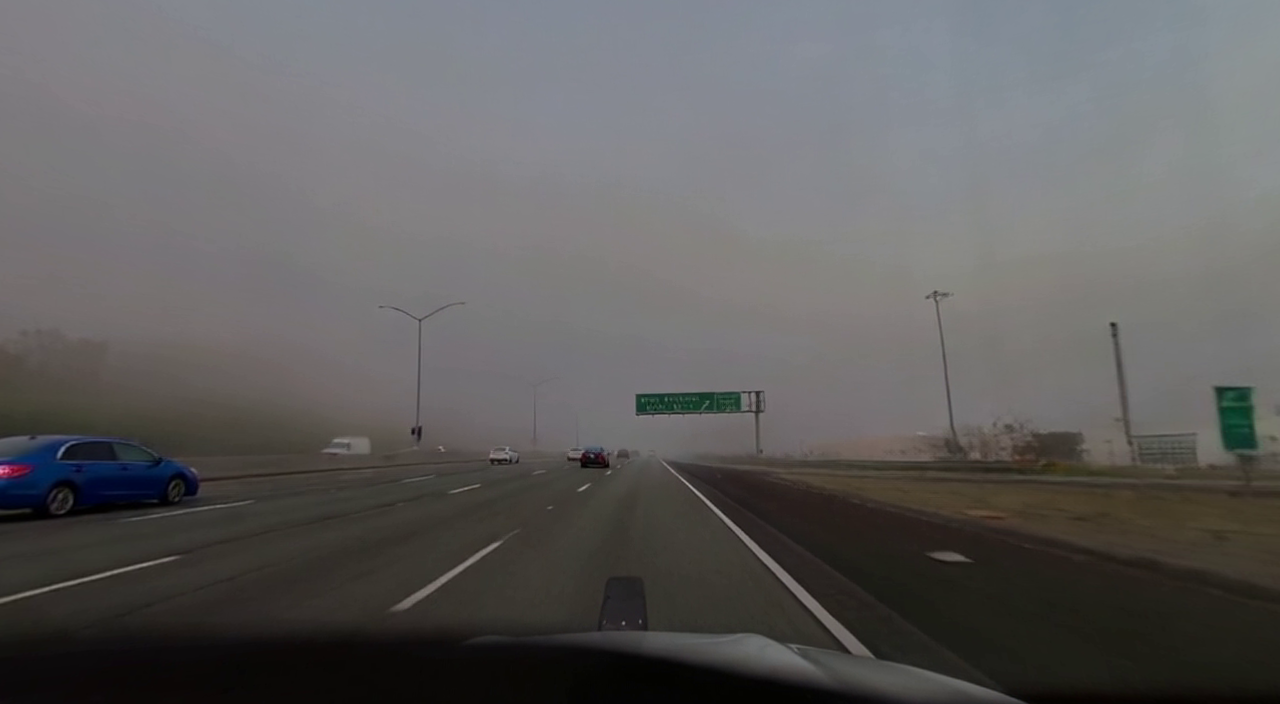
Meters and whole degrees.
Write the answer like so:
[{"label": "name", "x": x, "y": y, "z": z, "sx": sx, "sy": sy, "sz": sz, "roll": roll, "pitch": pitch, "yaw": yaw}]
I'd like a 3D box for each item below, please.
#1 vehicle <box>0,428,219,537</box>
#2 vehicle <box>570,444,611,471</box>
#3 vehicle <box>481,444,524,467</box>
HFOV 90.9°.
[{"label": "vehicle", "x": -10.064, "y": 2.161, "z": 11.005, "sx": 2.002, "sy": 1.526, "sz": 4.822, "roll": 0, "pitch": -8, "yaw": 2}, {"label": "vehicle", "x": -2.925, "y": 6.319, "z": 38.063, "sx": 2.050, "sy": 1.479, "sz": 4.342, "roll": 0, "pitch": -8, "yaw": 1}, {"label": "vehicle", "x": -9.487, "y": 7.157, "z": 43.796, "sx": 1.930, "sy": 1.490, "sz": 3.955, "roll": 0, "pitch": -8, "yaw": 2}]
